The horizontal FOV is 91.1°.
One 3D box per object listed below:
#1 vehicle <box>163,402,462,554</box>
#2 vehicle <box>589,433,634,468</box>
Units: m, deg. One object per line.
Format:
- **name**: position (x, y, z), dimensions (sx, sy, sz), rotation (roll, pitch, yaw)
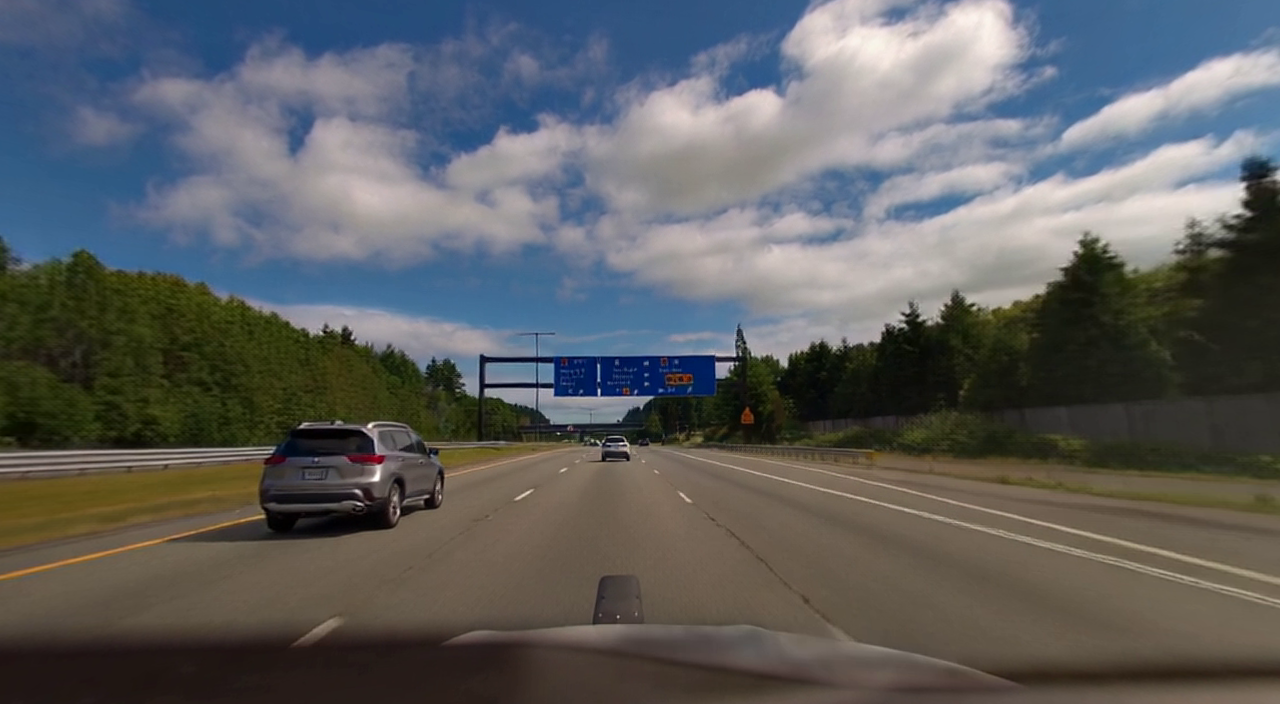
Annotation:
- **vehicle**: position (-4.327, 1.722, 9.395), dimensions (2.111, 1.689, 4.505), rotation (0, -8, -1)
- **vehicle**: position (-1.341, 4.652, 29.964), dimensions (2.010, 1.534, 4.013), rotation (0, -8, -2)
